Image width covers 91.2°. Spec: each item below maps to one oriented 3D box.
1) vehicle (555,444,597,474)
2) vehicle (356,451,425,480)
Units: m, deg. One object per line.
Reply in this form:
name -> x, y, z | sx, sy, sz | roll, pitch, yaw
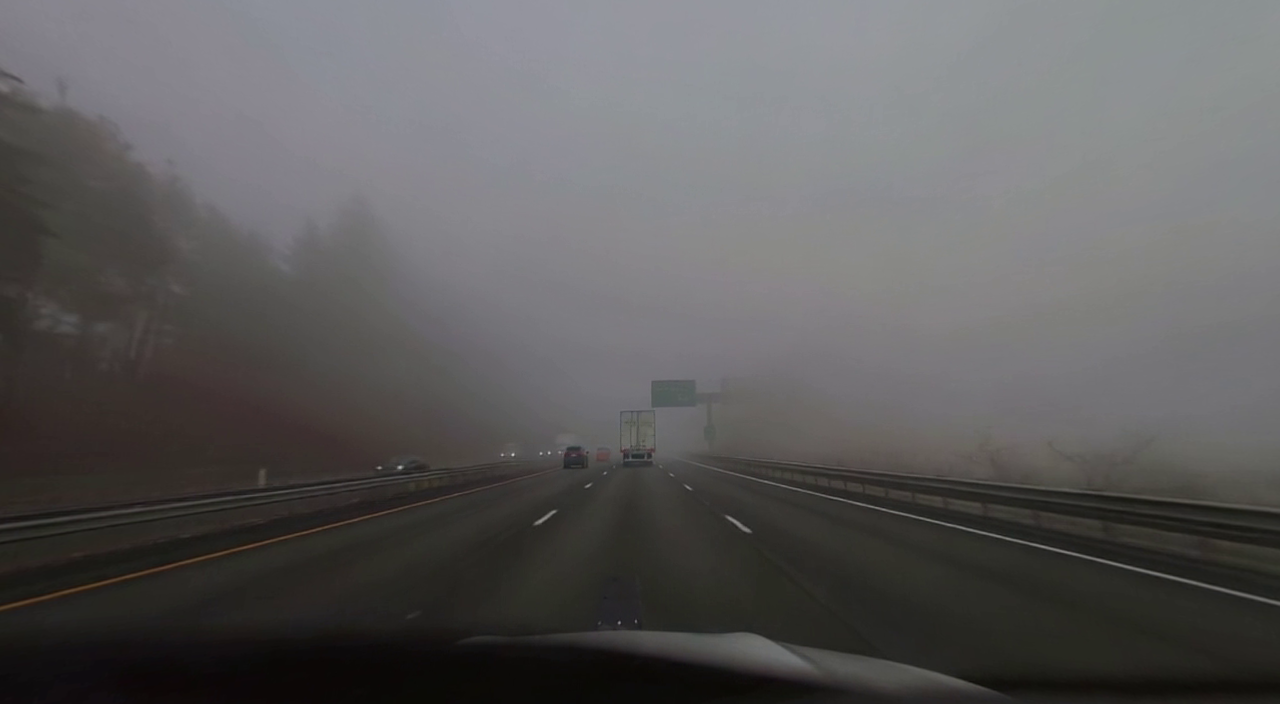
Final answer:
vehicle -> -3.798, 6.392, 37.659 | 2.112, 1.645, 4.129 | 0, -9, 0
vehicle -> -14.024, 6.377, 35.494 | 1.898, 1.504, 4.710 | 0, -9, 1
